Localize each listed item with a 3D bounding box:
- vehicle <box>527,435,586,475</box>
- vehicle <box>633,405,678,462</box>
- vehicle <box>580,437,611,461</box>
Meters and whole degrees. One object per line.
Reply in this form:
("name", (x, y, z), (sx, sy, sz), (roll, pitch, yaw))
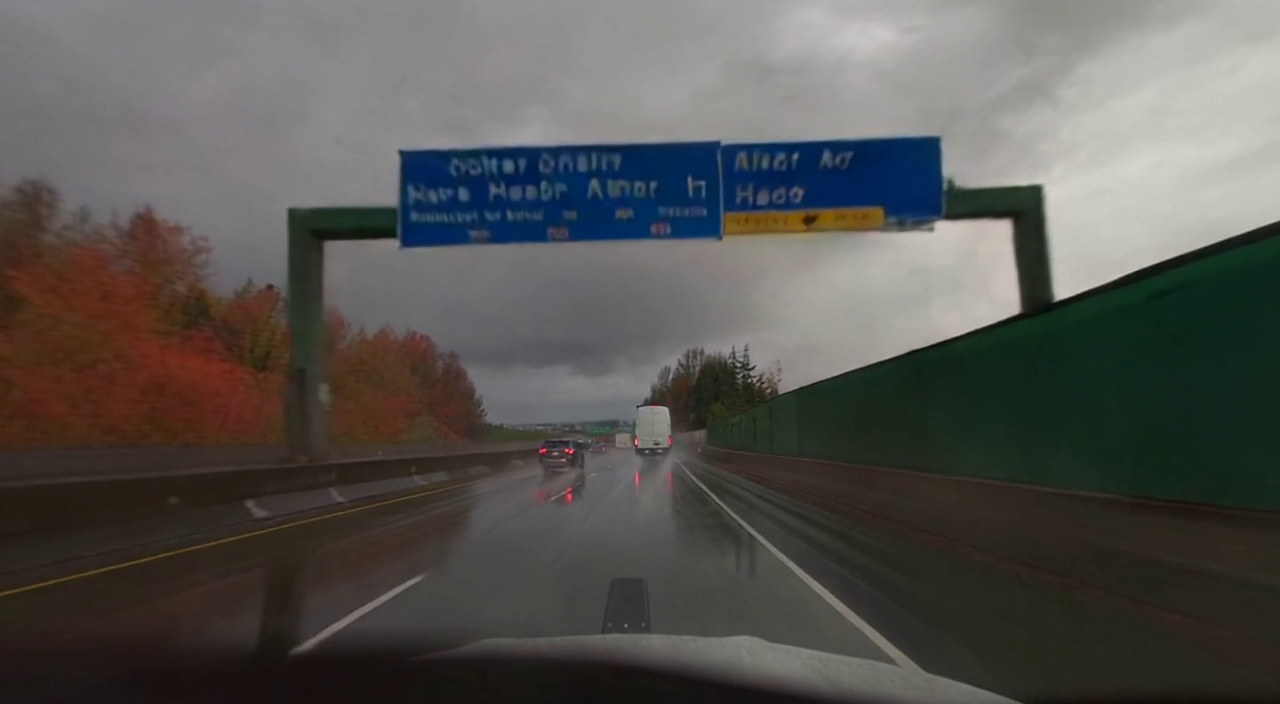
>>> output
("vehicle", (-3.524, 4.403, 27.185), (1.927, 1.556, 3.921), (0, -8, 1))
("vehicle", (1.090, 6.031, 46.327), (2.933, 3.701, 10.425), (0, -8, 1))
("vehicle", (-3.138, 6.962, 45.273), (1.962, 1.575, 4.158), (0, -8, 0))
